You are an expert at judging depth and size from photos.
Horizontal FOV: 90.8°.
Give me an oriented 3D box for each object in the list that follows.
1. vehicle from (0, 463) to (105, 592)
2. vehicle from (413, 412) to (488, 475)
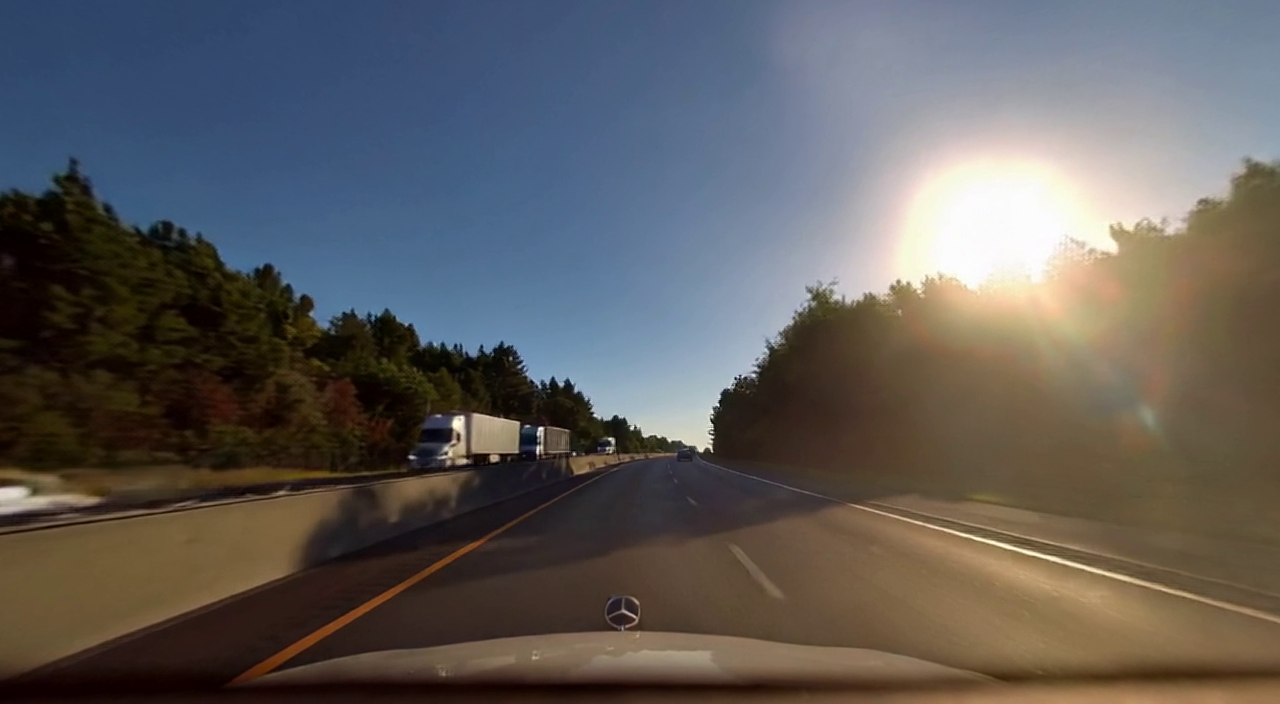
[{"bbox_3d":[-8.472,1.938,6.505,1.933,1.464,4.506,0,-9,0],"label":"vehicle"},{"bbox_3d":[-12.419,6.135,42.019,3.000,3.861,5.713,0,-9,2],"label":"vehicle"}]
